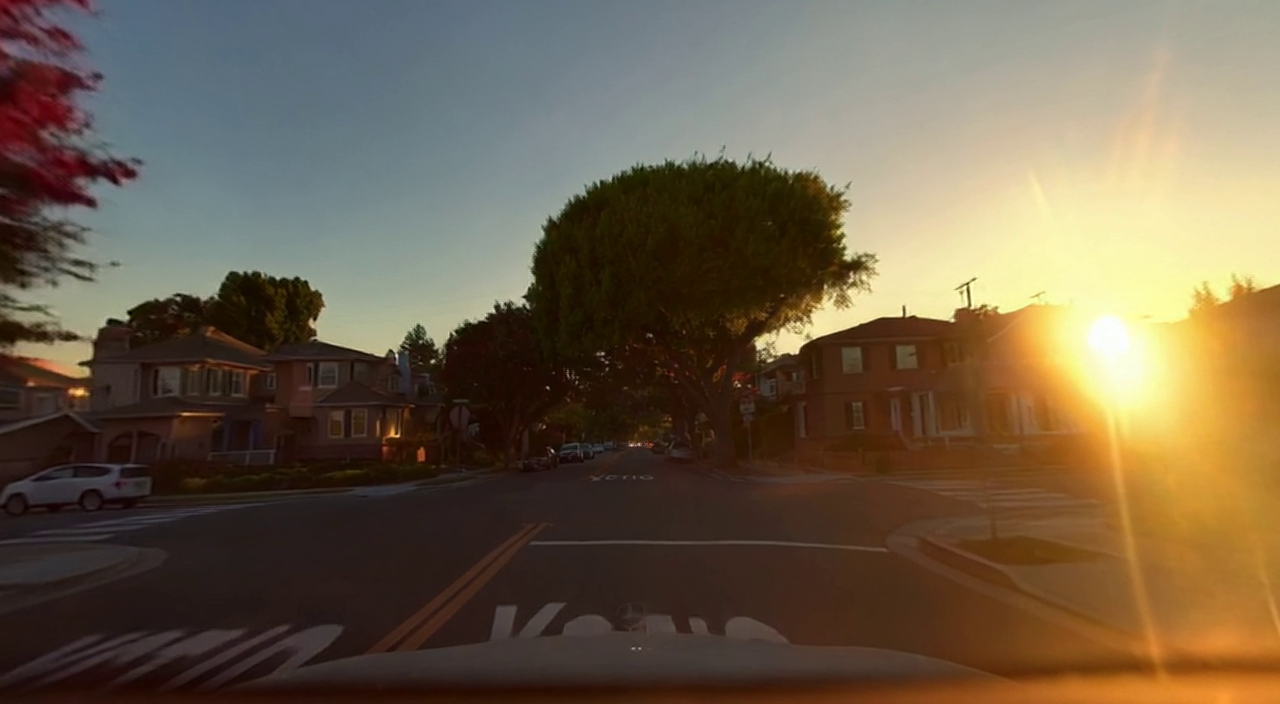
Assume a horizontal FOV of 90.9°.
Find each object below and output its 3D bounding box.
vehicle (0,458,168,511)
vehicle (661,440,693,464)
[{"bbox_3d":[-18.901,4.427,21.234,4.334,1.632,1.996,0,-8,-1],"label":"vehicle"},{"bbox_3d":[2.782,7.631,48.262,2.220,1.753,3.862,0,-8,-1],"label":"vehicle"}]
